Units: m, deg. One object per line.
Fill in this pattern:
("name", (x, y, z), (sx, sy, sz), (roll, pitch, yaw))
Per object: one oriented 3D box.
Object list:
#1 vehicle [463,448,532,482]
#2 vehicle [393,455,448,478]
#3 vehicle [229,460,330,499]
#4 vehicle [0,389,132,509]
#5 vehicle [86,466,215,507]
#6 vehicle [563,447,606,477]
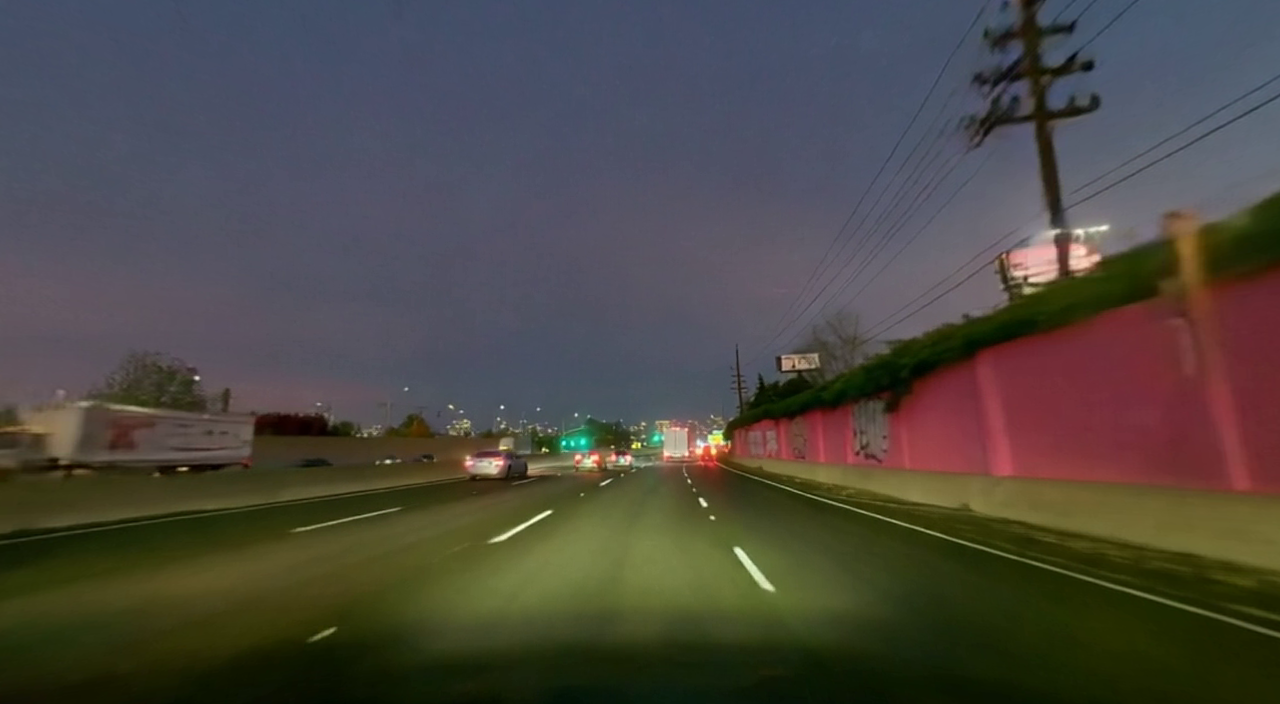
("vehicle", (-6.988, 5.588, 31.488), (2.142, 1.503, 4.767), (-1, -9, 3))
("vehicle", (-15.301, 8.015, 44.226), (1.923, 1.459, 4.561), (-1, -9, 5))
("vehicle", (-15.131, 5.339, 26.735), (1.866, 1.416, 3.918), (-1, -9, 2))
("vehicle", (-23.917, 3.835, 24.346), (3.361, 4.101, 5.809), (-1, -10, 1))
("vehicle", (-19.645, 5.376, 25.534), (1.805, 1.405, 4.114), (-1, -9, 2))
("vehicle", (-3.109, 6.267, 36.156), (1.966, 1.565, 3.766), (-1, -9, 2))
